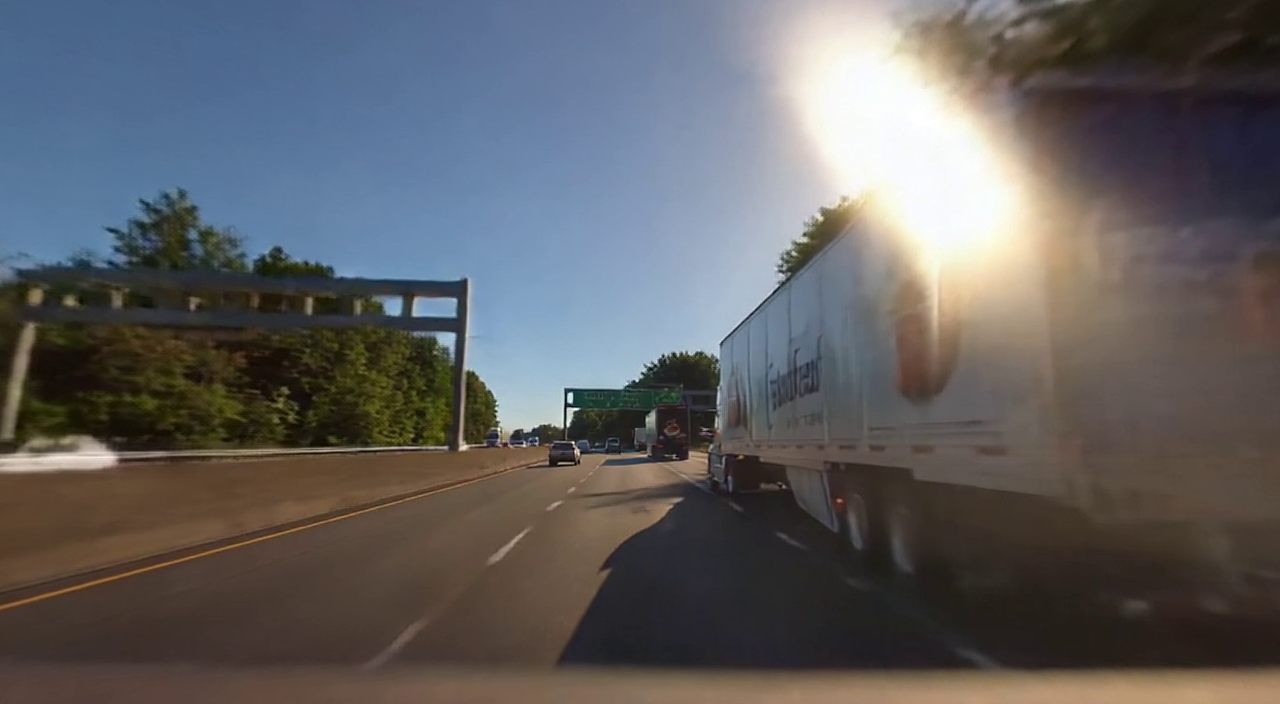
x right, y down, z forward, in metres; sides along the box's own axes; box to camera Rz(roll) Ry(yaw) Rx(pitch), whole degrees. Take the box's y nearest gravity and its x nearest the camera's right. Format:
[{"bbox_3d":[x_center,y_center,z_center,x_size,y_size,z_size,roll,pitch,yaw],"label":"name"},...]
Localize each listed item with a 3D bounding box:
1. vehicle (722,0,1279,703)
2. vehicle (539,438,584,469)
[{"bbox_3d":[3.735,0.600,9.002,2.948,4.045,13.051,0,-8,-2],"label":"vehicle"},{"bbox_3d":[-4.433,5.810,36.224,2.206,1.644,4.027,0,-8,-2],"label":"vehicle"}]
